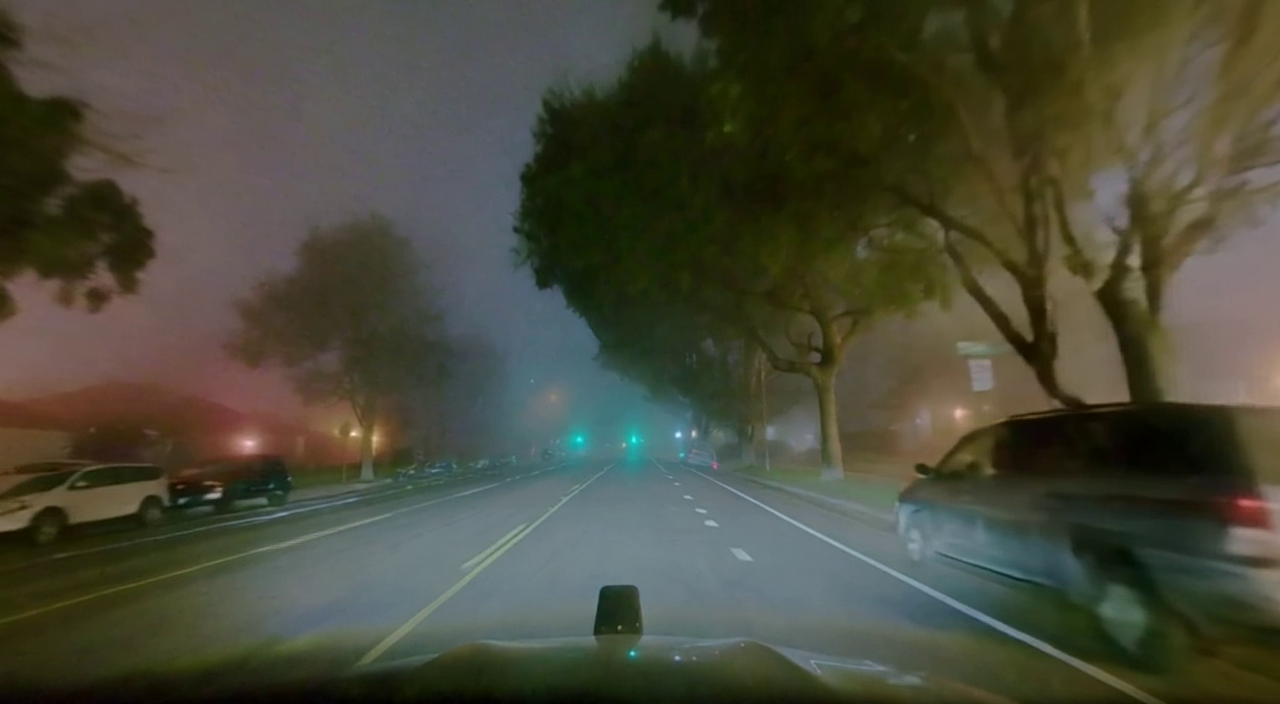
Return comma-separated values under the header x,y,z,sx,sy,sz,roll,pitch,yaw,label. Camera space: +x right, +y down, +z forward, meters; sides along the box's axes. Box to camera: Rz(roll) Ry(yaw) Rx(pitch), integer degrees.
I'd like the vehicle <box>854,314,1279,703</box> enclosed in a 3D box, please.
x,y,z,sx,sy,sz,roll,pitch,yaw,label
3.839,1.116,4.674,2.319,1.938,5.961,0,-8,-1,vehicle

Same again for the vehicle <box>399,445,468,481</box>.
x,y,z,sx,sy,sz,roll,pitch,yaw,label
-11.203,6.041,34.712,2.293,1.836,4.586,0,-8,-1,vehicle

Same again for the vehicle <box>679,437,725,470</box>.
x,y,z,sx,sy,sz,roll,pitch,yaw,label
3.575,5.984,37.518,2.176,1.793,5.534,0,-8,0,vehicle

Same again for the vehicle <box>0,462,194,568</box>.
x,y,z,sx,sy,sz,roll,pitch,yaw,label
-11.078,2.956,12.161,1.815,1.532,4.517,0,-8,-2,vehicle

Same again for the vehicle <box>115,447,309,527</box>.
x,y,z,sx,sy,sz,roll,pitch,yaw,label
-11.119,3.476,16.970,1.981,1.790,4.682,0,-8,-1,vehicle

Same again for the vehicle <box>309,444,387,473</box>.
x,y,z,sx,sy,sz,roll,pitch,yaw,label
-20.367,7.409,44.163,4.398,1.902,2.043,0,-8,1,vehicle
